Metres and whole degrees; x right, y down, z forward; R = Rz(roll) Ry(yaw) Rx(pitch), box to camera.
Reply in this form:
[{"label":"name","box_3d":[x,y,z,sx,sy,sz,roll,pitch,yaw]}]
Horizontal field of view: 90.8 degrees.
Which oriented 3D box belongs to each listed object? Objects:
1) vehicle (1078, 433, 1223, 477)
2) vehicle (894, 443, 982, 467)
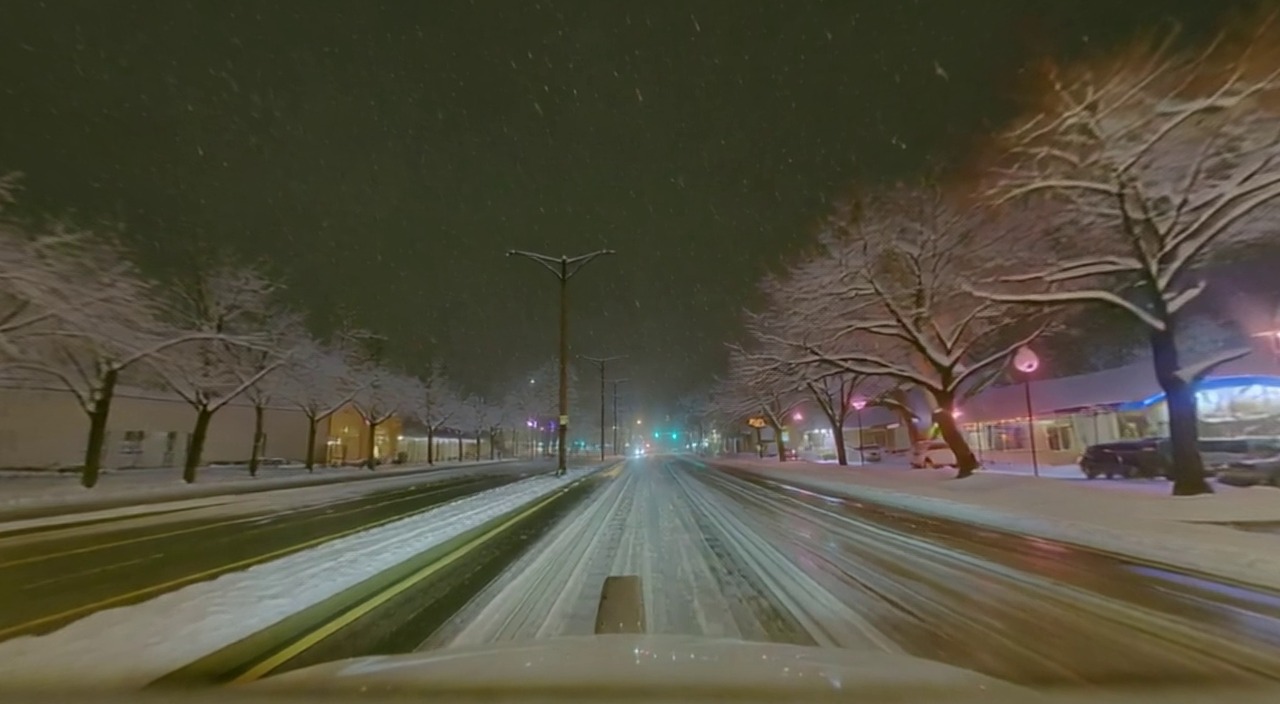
[{"label":"vehicle","box_3d":[21.194,4.280,26.346,4.376,1.575,1.981,-1,-9,-5]},{"label":"vehicle","box_3d":[20.404,7.068,43.412,4.937,1.573,2.068,0,-8,0]}]
